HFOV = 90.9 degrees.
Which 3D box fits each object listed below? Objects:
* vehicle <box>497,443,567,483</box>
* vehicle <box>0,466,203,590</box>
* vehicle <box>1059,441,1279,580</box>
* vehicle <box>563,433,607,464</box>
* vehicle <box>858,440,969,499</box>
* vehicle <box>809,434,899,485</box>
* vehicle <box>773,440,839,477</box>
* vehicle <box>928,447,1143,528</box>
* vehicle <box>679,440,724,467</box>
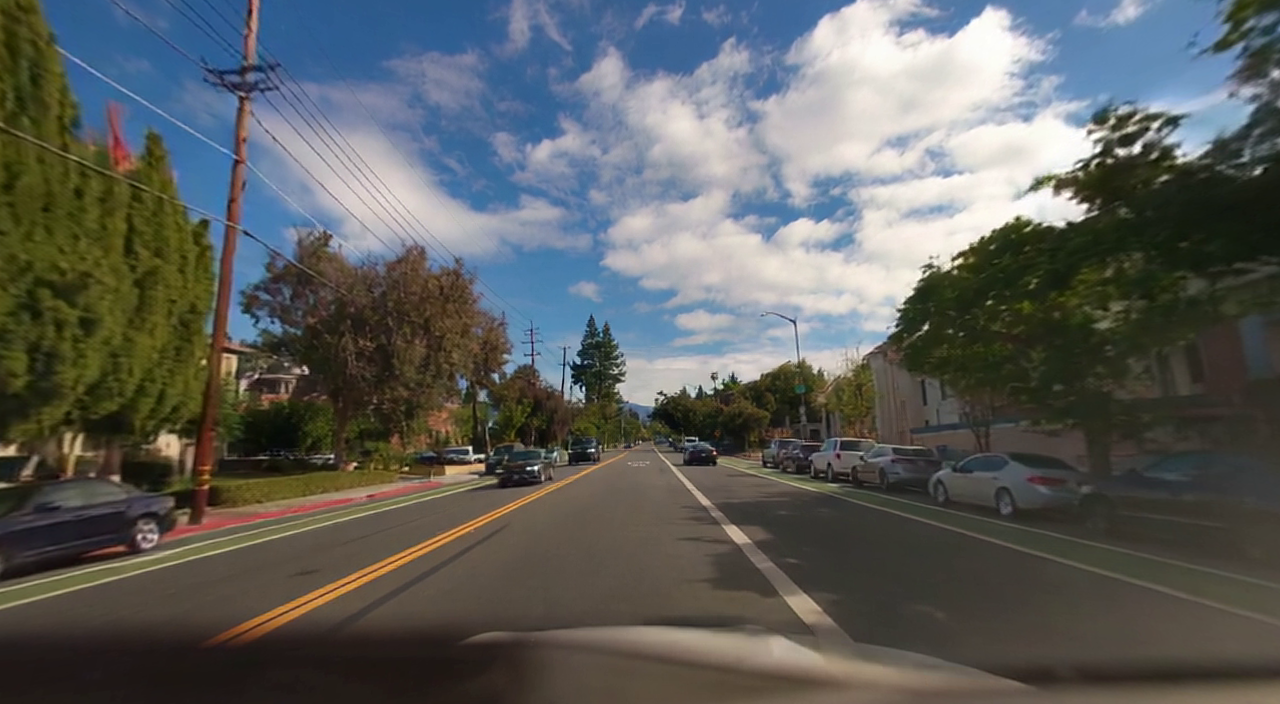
[{"bbox_3d":[-4.280,4.446,25.644,1.989,1.474,4.112,0,-8,2],"label":"vehicle"},{"bbox_3d":[-9.352,2.544,9.496,2.117,1.474,4.740,0,-8,0],"label":"vehicle"},{"bbox_3d":[7.884,1.877,7.988,2.093,1.472,4.434,0,-8,0],"label":"vehicle"},{"bbox_3d":[-3.913,6.986,45.892,2.435,2.069,5.772,-1,-8,2],"label":"vehicle"},{"bbox_3d":[8.066,3.470,18.998,1.836,1.500,3.630,3,-8,2],"label":"vehicle"},{"bbox_3d":[8.049,4.090,24.237,1.879,1.765,4.339,0,-8,-1],"label":"vehicle"},{"bbox_3d":[7.767,5.009,29.917,1.862,1.492,4.571,2,-8,0],"label":"vehicle"},{"bbox_3d":[7.954,2.712,13.283,1.787,1.402,4.271,0,-8,1],"label":"vehicle"},{"bbox_3d":[3.536,5.956,37.199,2.059,1.489,4.629,0,-8,-2],"label":"vehicle"}]
